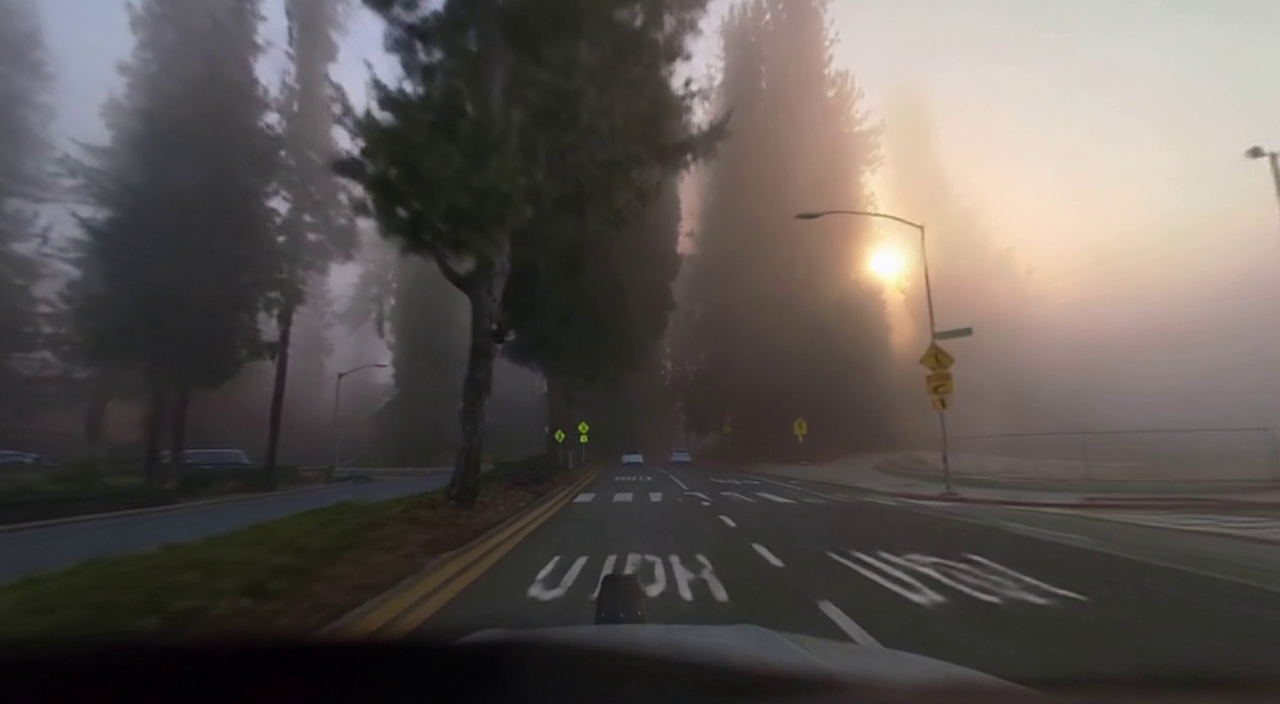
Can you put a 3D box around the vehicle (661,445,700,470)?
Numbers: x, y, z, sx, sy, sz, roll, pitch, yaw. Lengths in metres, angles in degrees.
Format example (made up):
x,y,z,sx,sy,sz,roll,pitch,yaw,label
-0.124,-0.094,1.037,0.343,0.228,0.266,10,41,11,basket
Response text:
x,y,z,sx,sy,sz,roll,pitch,yaw,label
2.629,6.934,41.767,2.142,1.501,4.273,0,-9,-2,vehicle

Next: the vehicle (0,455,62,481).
x,y,z,sx,sy,sz,roll,pitch,yaw,label
-42.197,7.730,42.230,5.040,1.660,1.996,0,-9,-1,vehicle
